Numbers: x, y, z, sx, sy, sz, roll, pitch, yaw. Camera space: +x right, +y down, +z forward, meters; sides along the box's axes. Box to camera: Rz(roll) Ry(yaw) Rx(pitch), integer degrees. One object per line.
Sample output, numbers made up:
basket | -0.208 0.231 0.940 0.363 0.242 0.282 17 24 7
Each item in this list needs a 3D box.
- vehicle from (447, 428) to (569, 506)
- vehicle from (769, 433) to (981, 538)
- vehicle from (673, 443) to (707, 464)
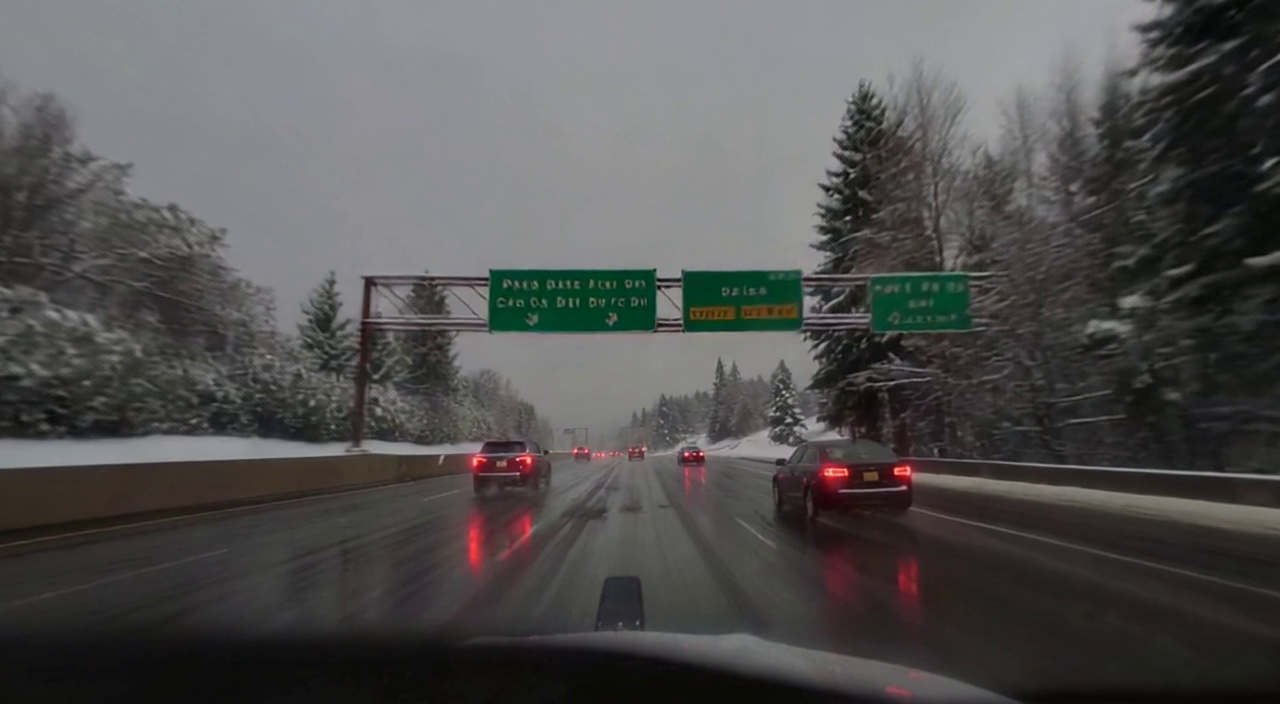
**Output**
vehicle | -3.287 2.981 16.791 2.244 1.755 4.417 0 -9 1
vehicle | 3.711 2.187 10.989 1.947 1.437 4.345 0 -9 -1
vehicle | 3.512 7.200 44.961 2.021 1.447 3.985 0 -9 -1
